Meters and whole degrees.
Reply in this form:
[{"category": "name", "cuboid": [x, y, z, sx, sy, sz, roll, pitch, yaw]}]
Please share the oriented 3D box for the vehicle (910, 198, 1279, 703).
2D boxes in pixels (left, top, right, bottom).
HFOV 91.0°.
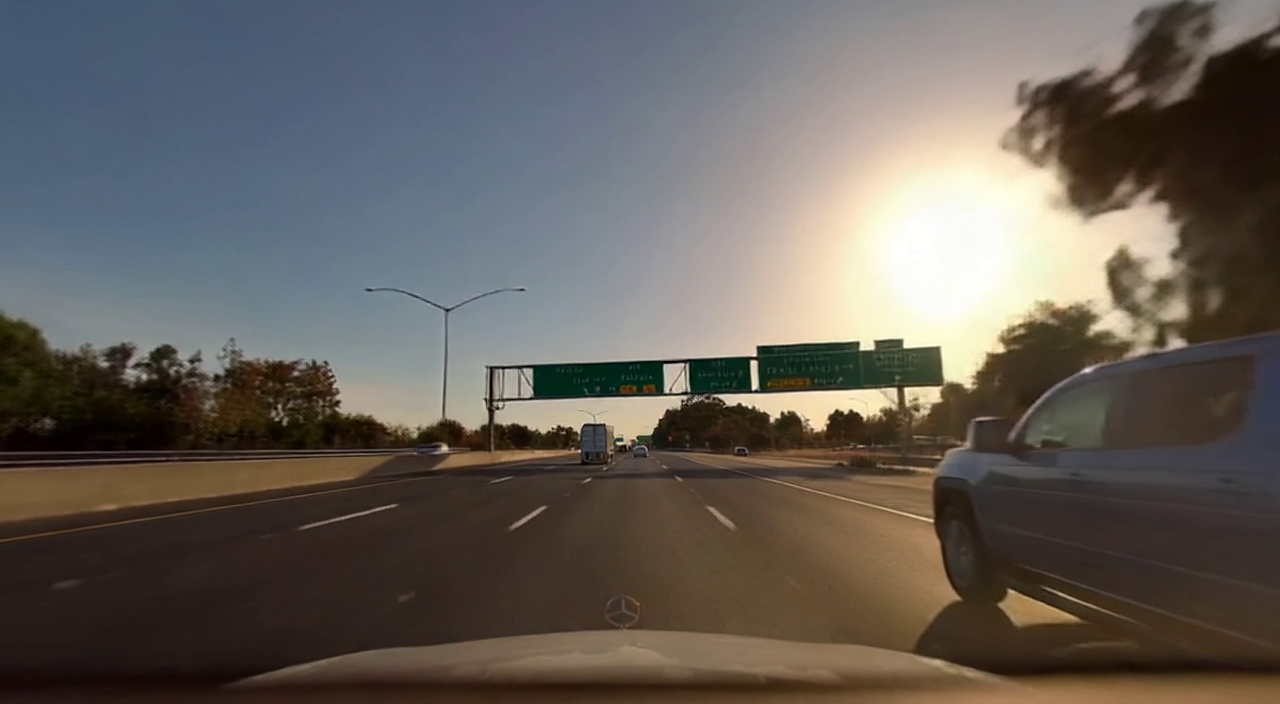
[{"category": "vehicle", "cuboid": [3.570, 0.513, 2.180, 2.593, 2.110, 6.016, 0, -9, 0]}]
